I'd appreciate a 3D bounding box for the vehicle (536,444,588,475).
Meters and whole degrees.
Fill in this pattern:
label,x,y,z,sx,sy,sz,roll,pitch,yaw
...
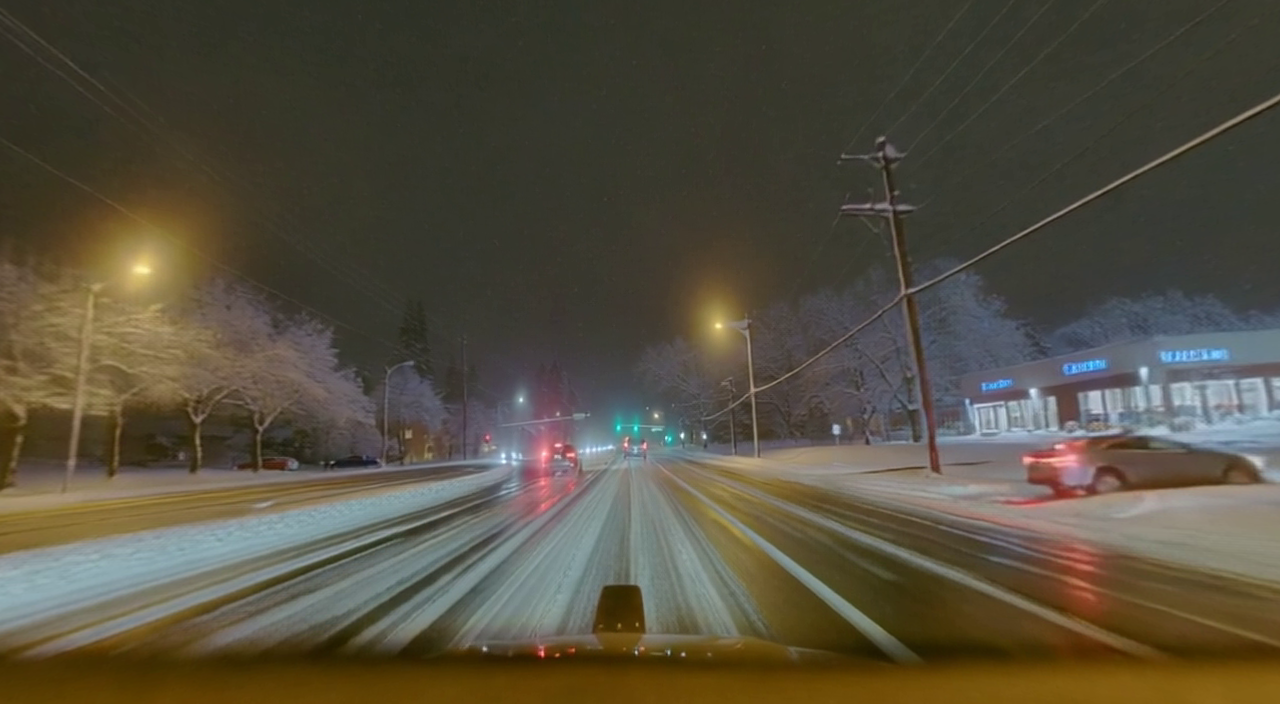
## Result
label,x,y,z,sx,sy,sz,roll,pitch,yaw
vehicle,-3.797,5.326,31.497,2.076,1.444,4.328,0,-8,0

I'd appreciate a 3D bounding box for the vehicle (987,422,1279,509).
label,x,y,z,sx,sy,sz,roll,pitch,yaw
vehicle,10.217,2.295,13.042,4.885,1.576,2.024,0,-8,-6
